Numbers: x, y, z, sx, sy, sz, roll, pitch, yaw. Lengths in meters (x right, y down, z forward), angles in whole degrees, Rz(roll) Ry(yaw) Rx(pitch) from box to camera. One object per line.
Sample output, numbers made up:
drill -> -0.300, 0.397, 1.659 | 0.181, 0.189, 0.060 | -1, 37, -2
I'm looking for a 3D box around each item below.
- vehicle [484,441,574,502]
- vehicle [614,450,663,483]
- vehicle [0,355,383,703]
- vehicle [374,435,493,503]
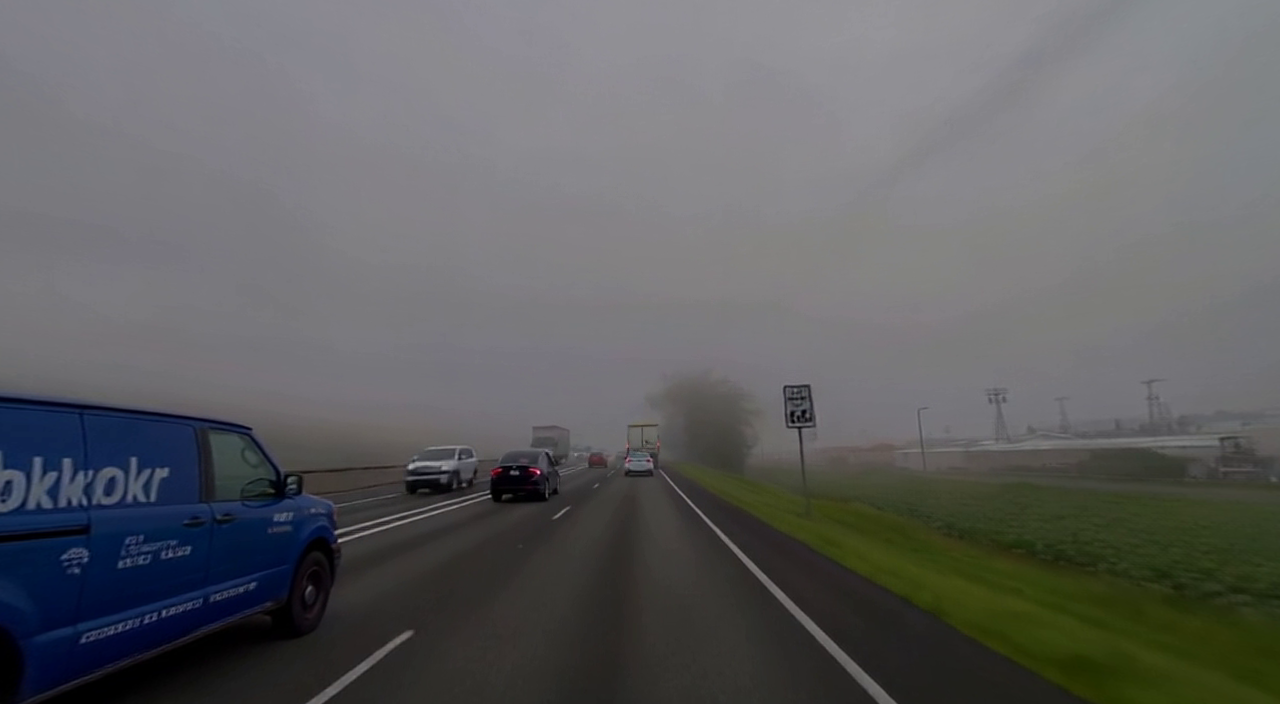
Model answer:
vehicle -> -3.190, 3.529, 19.038 | 1.937, 1.600, 4.141 | 0, -9, 0
vehicle -> -0.100, 5.226, 29.041 | 2.095, 1.393, 3.908 | 0, -9, -1
vehicle -> -3.265, 1.010, 3.078 | 2.117, 1.688, 4.582 | 0, -9, -1
vehicle -> -6.584, 3.779, 20.888 | 2.100, 1.928, 5.251 | 0, -9, 0
